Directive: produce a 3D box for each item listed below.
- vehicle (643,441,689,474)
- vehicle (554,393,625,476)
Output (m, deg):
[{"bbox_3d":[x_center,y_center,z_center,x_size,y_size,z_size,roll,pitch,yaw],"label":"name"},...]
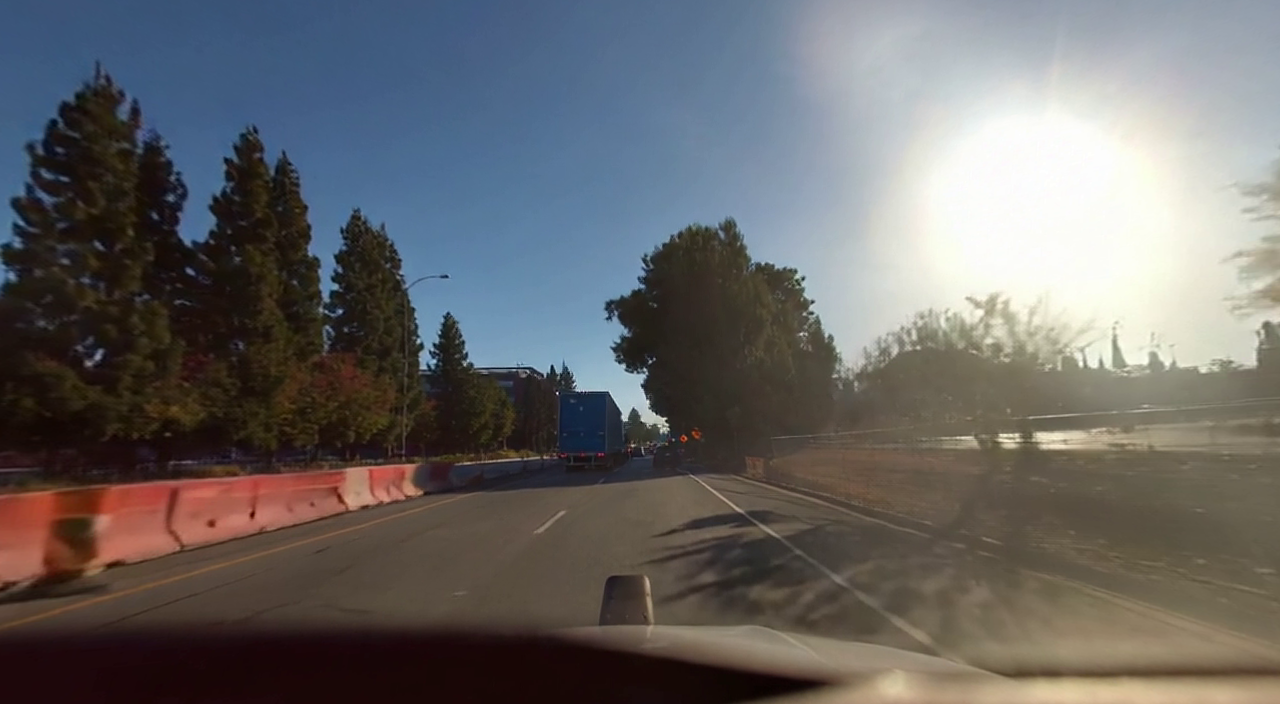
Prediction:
[{"bbox_3d":[1.329,5.726,34.509,2.304,1.675,4.462,0,-8,0],"label":"vehicle"},{"bbox_3d":[-2.705,5.222,39.148,2.906,4.115,15.715,0,-8,1],"label":"vehicle"}]
